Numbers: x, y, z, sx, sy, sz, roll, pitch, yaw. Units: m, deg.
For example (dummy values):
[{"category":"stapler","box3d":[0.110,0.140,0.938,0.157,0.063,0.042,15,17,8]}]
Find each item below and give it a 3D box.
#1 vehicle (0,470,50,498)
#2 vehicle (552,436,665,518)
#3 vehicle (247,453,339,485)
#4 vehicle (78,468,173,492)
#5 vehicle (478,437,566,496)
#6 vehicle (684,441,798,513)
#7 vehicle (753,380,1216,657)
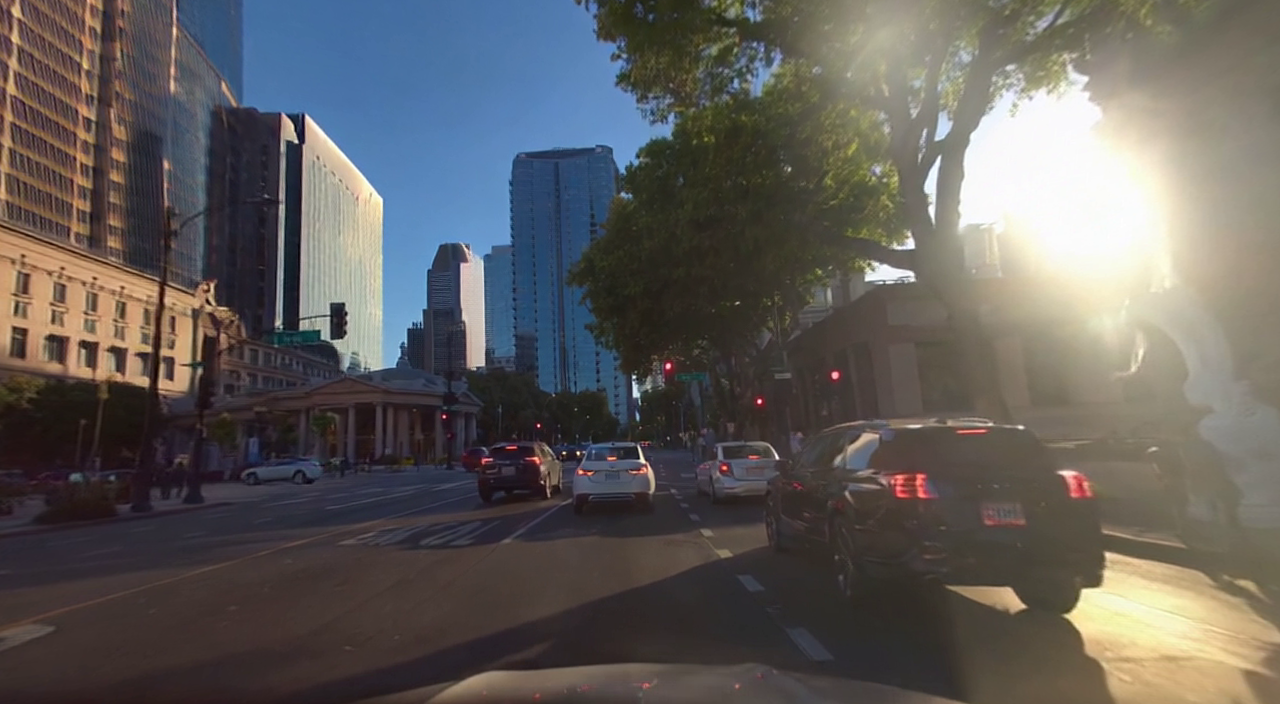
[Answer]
[{"category":"vehicle","box3d":[-40.208,8.305,39.766,4.224,1.622,1.808,0,-9,-1]},{"category":"vehicle","box3d":[-0.619,2.640,13.819,2.096,1.492,4.071,0,-9,-1]},{"category":"vehicle","box3d":[-20.701,6.988,37.880,4.612,1.752,1.953,4,-10,-25]},{"category":"vehicle","box3d":[-32.306,8.040,39.748,4.392,1.427,1.764,0,-9,-1]},{"category":"vehicle","box3d":[-3.587,3.595,20.224,2.045,1.633,4.864,0,-9,-2]},{"category":"vehicle","box3d":[2.233,2.888,15.143,1.943,1.449,4.202,0,-9,-1]},{"category":"vehicle","box3d":[2.629,1.405,6.377,2.096,1.775,4.440,0,-9,-1]}]
